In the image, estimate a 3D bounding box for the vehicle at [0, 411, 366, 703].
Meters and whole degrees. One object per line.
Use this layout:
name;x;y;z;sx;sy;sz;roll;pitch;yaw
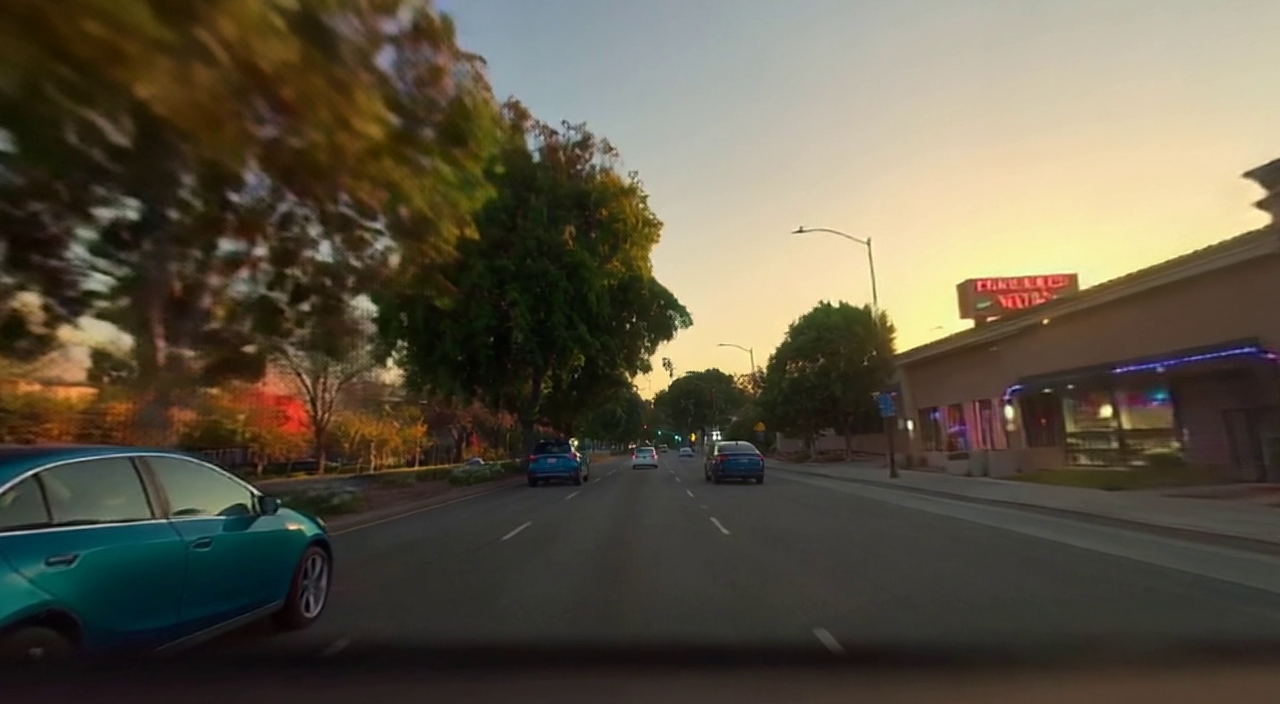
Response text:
vehicle;-3.266;1.020;2.708;1.956;1.460;4.802;0;-8;1

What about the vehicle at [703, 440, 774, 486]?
vehicle;3.487;4.025;23.179;1.904;1.490;4.299;0;-8;0

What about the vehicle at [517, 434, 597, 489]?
vehicle;-2.878;3.925;22.963;2.193;1.788;4.603;0;-8;1

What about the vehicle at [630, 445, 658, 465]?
vehicle;0.299;7.714;47.487;2.069;1.445;3.965;0;-8;0
